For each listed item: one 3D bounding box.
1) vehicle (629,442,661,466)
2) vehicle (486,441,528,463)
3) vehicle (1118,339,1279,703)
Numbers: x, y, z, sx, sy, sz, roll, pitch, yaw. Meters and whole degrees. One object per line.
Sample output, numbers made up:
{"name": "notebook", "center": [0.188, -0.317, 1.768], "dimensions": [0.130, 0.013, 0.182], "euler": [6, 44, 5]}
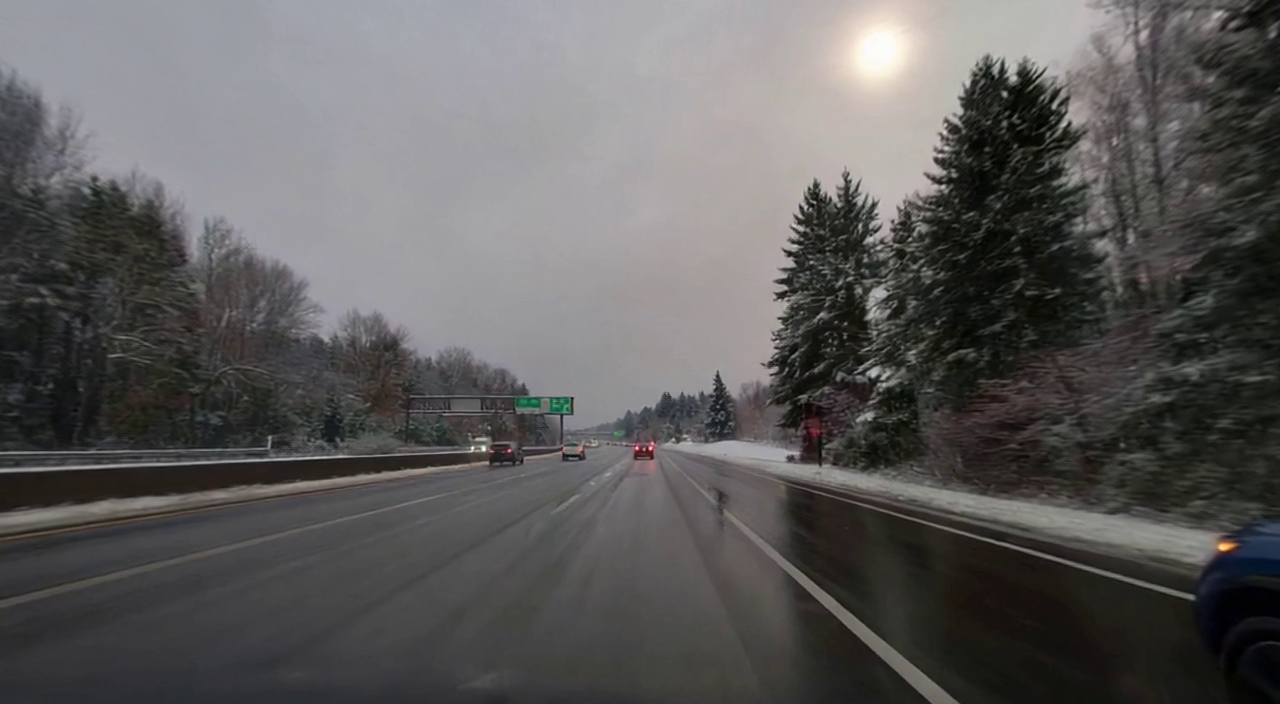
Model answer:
{"name": "vehicle", "center": [0.295, 6.608, 40.943], "dimensions": [1.985, 1.450, 4.266], "euler": [0, -8, 0]}
{"name": "vehicle", "center": [-9.496, 7.164, 45.277], "dimensions": [1.965, 1.473, 4.313], "euler": [0, -8, 2]}
{"name": "vehicle", "center": [3.357, 0.605, 0.837], "dimensions": [2.120, 1.706, 4.226], "euler": [0, -8, 1]}
